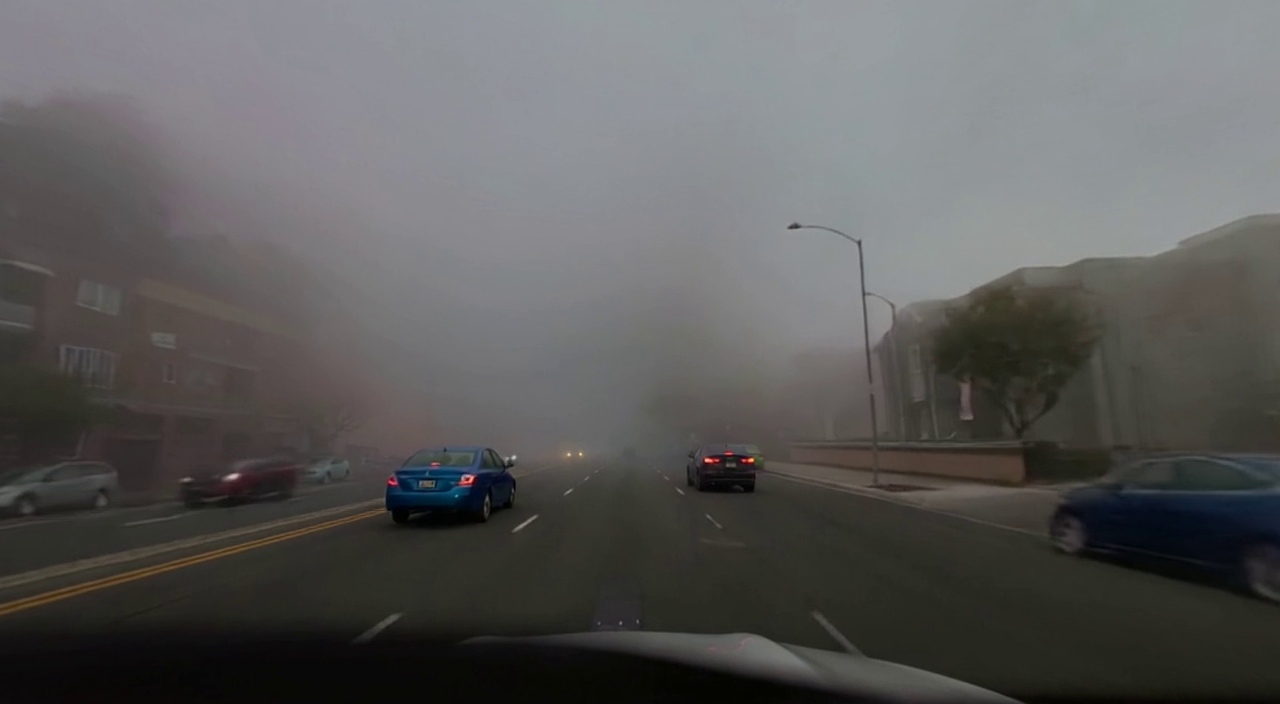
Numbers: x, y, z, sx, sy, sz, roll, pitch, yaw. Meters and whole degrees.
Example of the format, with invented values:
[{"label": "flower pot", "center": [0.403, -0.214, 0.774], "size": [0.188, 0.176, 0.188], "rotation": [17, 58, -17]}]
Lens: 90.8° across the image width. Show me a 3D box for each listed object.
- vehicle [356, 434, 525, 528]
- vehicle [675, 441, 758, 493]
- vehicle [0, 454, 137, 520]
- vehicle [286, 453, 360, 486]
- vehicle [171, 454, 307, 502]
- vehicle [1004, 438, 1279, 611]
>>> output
[{"label": "vehicle", "center": [-3.700, 2.461, 12.614], "size": [2.062, 1.527, 4.044], "rotation": [0, -9, 0]}, {"label": "vehicle", "center": [2.295, 3.609, 20.214], "size": [1.978, 1.471, 4.426], "rotation": [0, -9, -2]}, {"label": "vehicle", "center": [-18.178, 4.048, 19.330], "size": [1.953, 1.748, 4.440], "rotation": [-2, -9, -1]}, {"label": "vehicle", "center": [-18.335, 6.776, 36.824], "size": [2.003, 1.699, 4.524], "rotation": [-2, -9, 0]}, {"label": "vehicle", "center": [-14.459, 4.519, 23.187], "size": [1.931, 1.501, 4.722], "rotation": [0, -9, 0]}, {"label": "vehicle", "center": [6.266, 1.648, 6.643], "size": [1.881, 1.439, 4.725], "rotation": [0, -9, -3]}]
